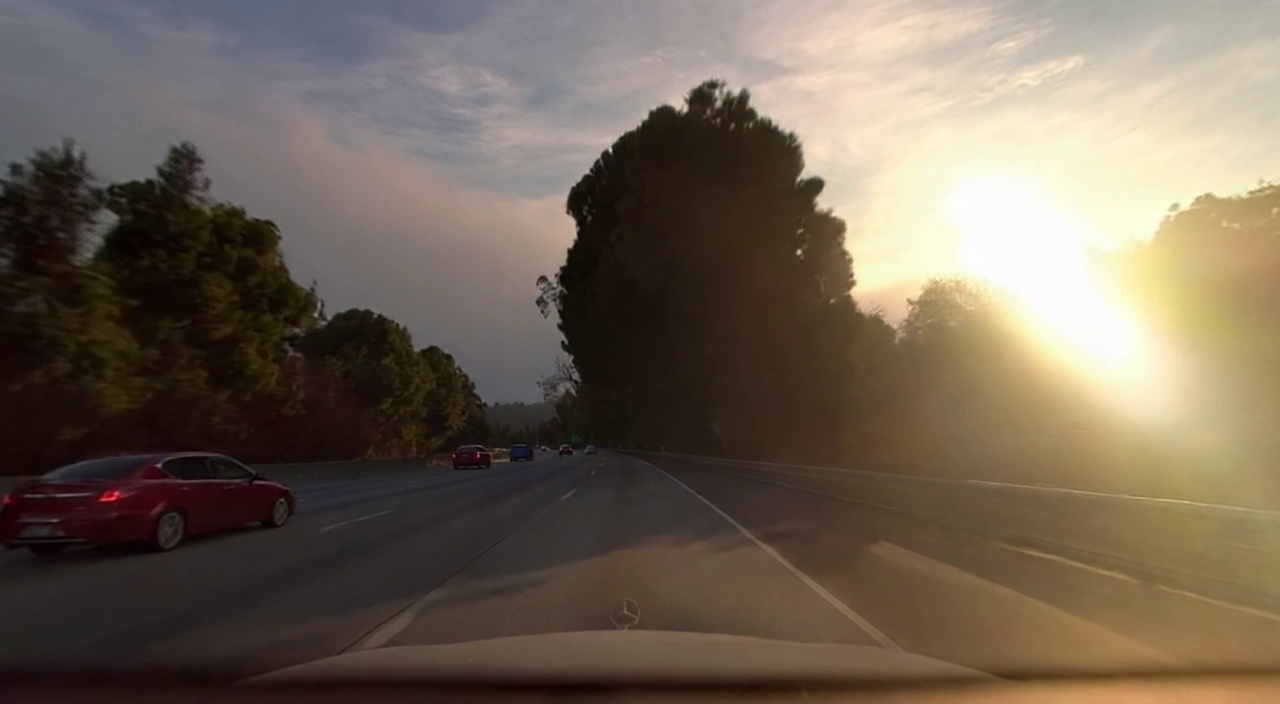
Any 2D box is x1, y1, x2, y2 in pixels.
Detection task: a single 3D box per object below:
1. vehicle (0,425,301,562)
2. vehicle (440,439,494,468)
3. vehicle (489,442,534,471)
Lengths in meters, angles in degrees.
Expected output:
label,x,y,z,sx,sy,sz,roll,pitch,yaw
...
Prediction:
label,x,y,z,sx,sy,sz,roll,pitch,yaw
vehicle,-7.703,2.038,9.867,2.133,1.586,4.869,0,-9,-1
vehicle,-12.377,7.302,45.467,2.425,1.926,5.584,0,-9,-2
vehicle,-8.075,6.575,39.851,2.060,1.680,4.255,0,-9,-2
